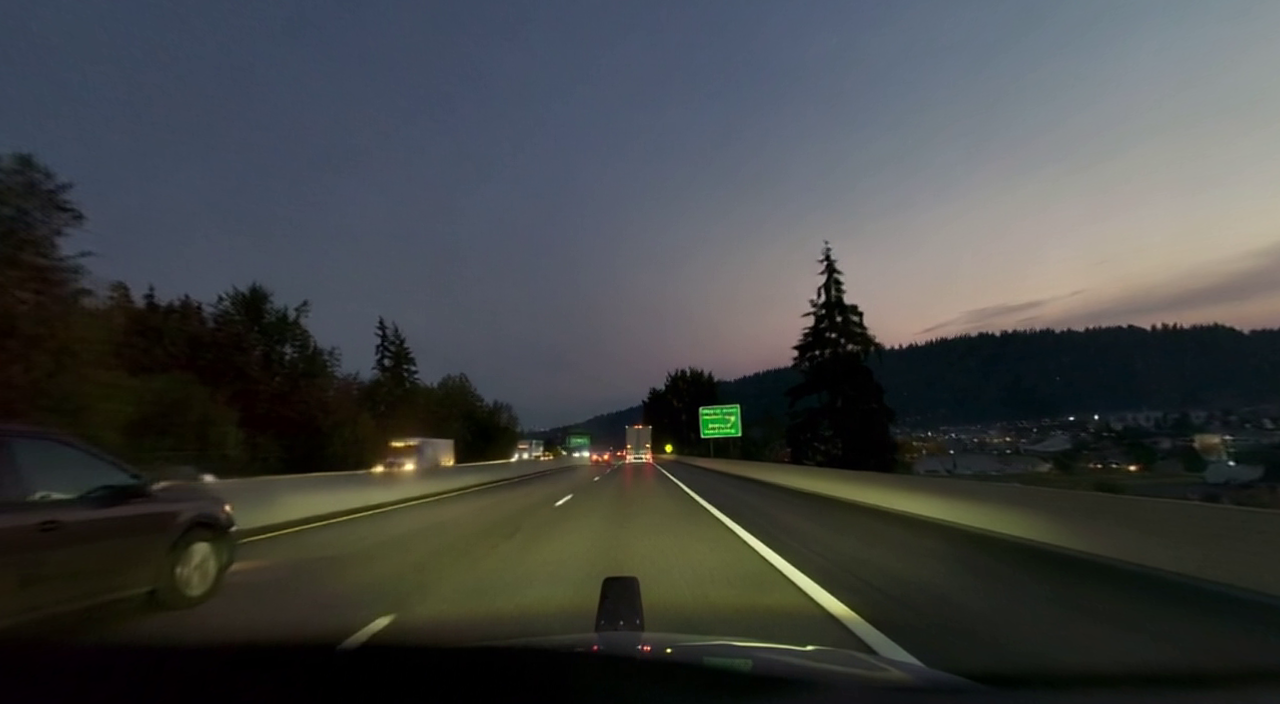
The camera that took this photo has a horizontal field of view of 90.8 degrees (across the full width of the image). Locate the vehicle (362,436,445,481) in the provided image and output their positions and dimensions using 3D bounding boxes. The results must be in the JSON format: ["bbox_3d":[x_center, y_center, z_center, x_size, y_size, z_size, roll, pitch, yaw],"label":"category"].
[{"bbox_3d":[-12.928,5.860,34.978,2.243,2.273,5.891,0,-9,1],"label":"vehicle"}]

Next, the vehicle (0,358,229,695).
[{"bbox_3d":[-4.596,0.888,2.999,2.079,1.845,4.654,0,-9,0],"label":"vehicle"}]
